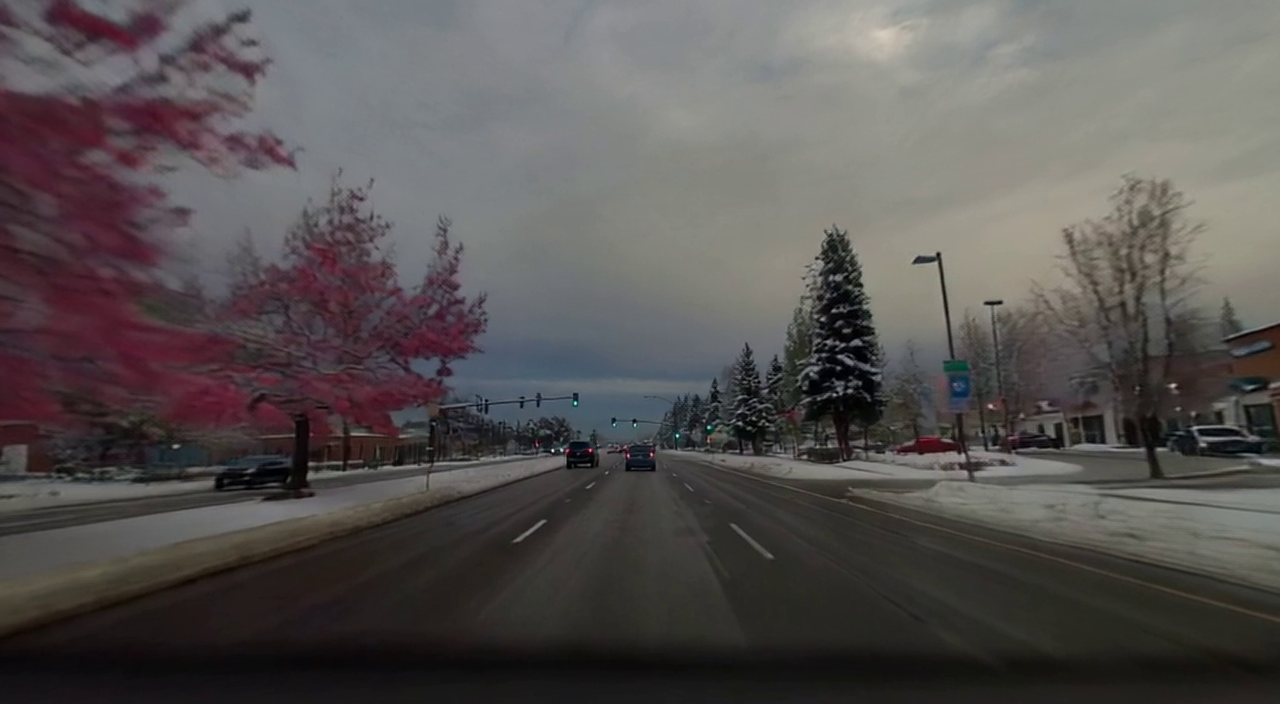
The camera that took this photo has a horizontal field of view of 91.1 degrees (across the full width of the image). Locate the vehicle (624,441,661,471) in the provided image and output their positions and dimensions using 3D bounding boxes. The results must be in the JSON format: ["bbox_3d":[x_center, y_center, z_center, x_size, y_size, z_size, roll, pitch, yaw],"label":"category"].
[{"bbox_3d":[0.125,6.290,38.250,2.149,1.701,4.379,0,-8,-1],"label":"vehicle"}]

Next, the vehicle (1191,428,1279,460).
[{"bbox_3d":[29.716,4.423,30.367,1.832,1.421,4.597,-1,-8,-2],"label":"vehicle"}]

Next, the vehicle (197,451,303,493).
[{"bbox_3d":[-18.225,5.587,29.664,2.030,1.750,4.597,0,-8,0],"label":"vehicle"}]

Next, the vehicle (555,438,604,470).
[{"bbox_3d":[-3.627,6.224,38.514,2.453,1.844,4.751,0,-8,1],"label":"vehicle"}]
